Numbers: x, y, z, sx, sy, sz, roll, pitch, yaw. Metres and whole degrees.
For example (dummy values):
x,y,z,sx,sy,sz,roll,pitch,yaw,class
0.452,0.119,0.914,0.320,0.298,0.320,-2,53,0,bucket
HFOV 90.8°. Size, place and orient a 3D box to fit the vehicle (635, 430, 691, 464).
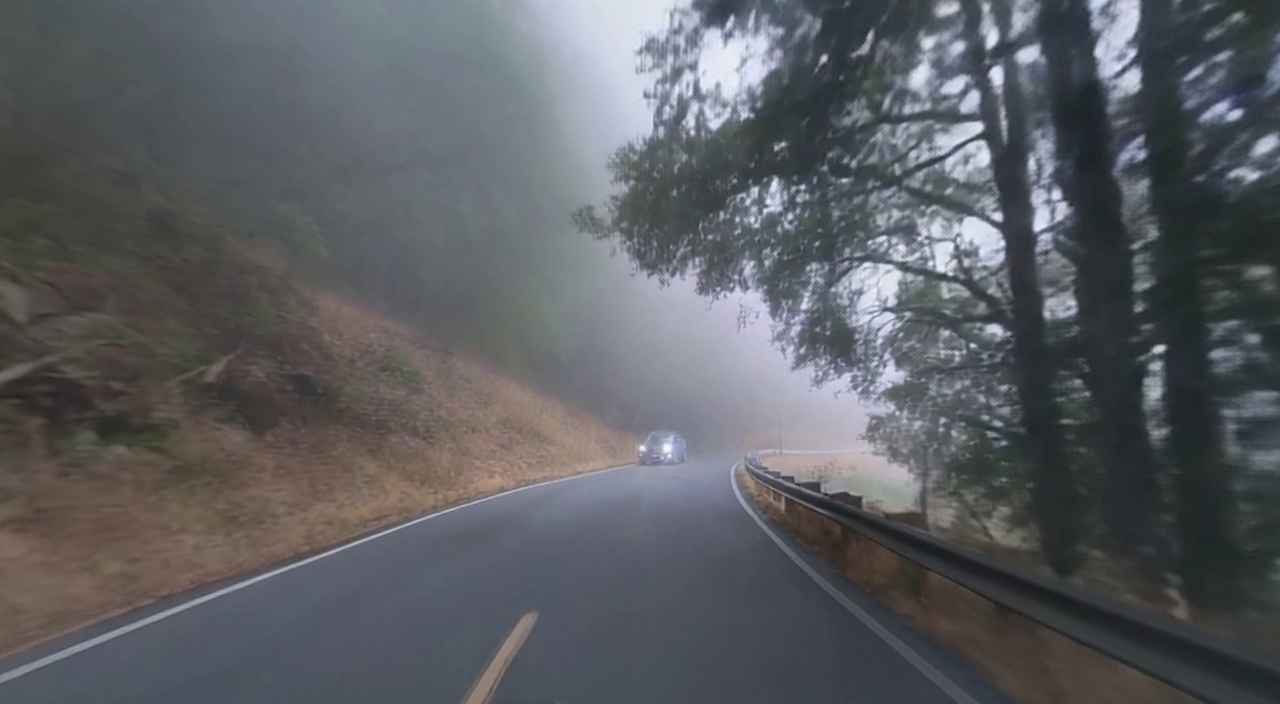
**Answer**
x,y,z,sx,sy,sz,roll,pitch,yaw,class
1.429,5.457,36.269,2.251,1.799,4.776,-3,-9,14,vehicle
